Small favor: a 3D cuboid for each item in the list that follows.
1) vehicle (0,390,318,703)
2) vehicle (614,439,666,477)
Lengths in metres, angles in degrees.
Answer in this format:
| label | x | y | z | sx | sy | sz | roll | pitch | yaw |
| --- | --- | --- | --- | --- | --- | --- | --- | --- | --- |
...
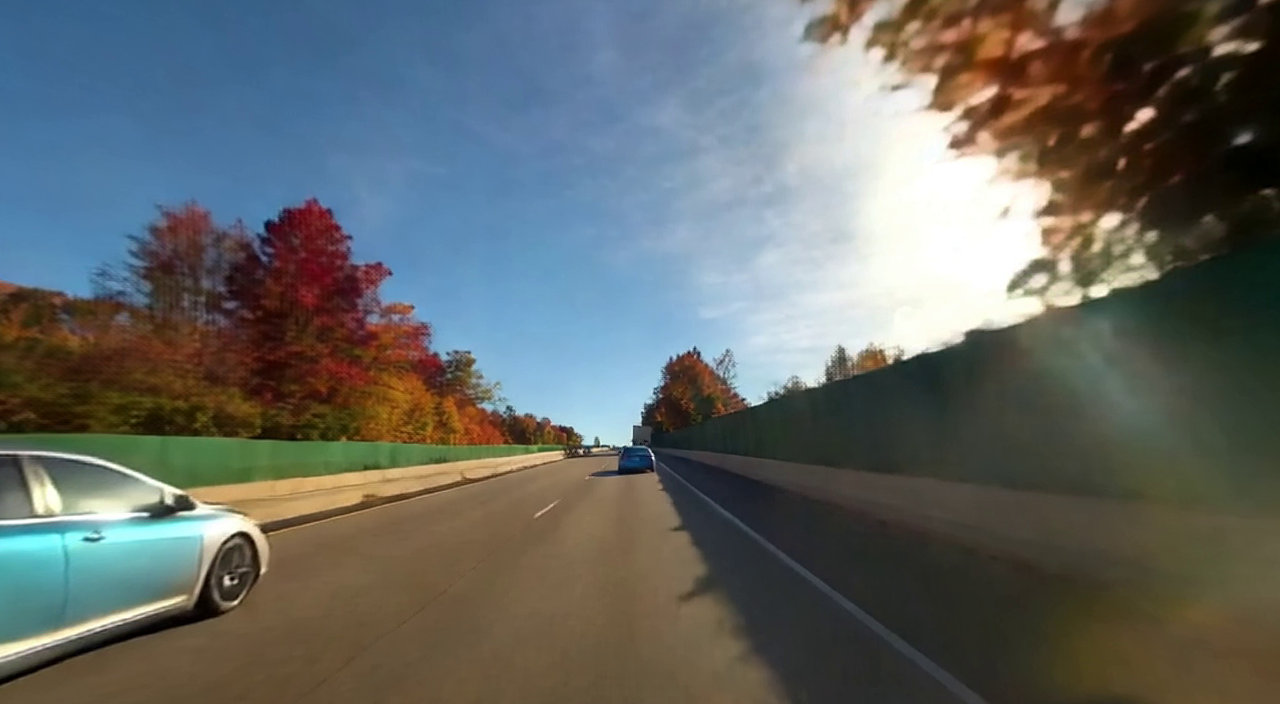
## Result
| label | x | y | z | sx | sy | sz | roll | pitch | yaw |
| --- | --- | --- | --- | --- | --- | --- | --- | --- | --- |
| vehicle | -3.887 | 1.035 | 3.469 | 2.054 | 1.536 | 4.128 | 0 | -8 | 0 |
| vehicle | -0.052 | 4.510 | 27.073 | 2.057 | 1.516 | 4.065 | 0 | -8 | -1 |
